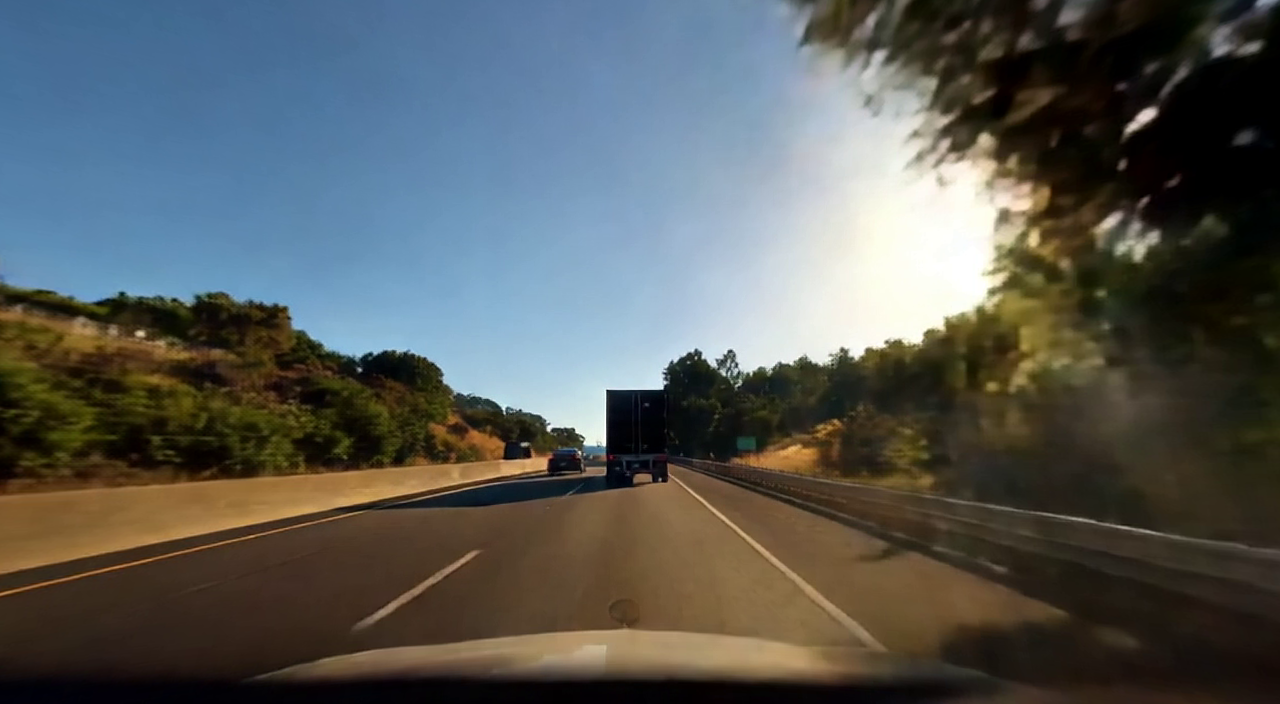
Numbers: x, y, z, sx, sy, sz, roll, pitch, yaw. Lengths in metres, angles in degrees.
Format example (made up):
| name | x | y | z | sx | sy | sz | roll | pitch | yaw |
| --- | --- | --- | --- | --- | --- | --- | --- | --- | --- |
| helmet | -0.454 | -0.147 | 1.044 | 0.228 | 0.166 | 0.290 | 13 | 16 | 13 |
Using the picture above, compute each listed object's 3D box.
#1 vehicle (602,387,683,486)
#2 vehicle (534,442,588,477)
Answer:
| name | x | y | z | sx | sy | sz | roll | pitch | yaw |
| --- | --- | --- | --- | --- | --- | --- | --- | --- | --- |
| vehicle | -0.003 | 3.718 | 27.141 | 2.913 | 3.530 | 8.648 | 0 | -9 | -1 |
| vehicle | -3.904 | 5.418 | 31.963 | 2.160 | 1.661 | 4.388 | 0 | -9 | 1 |
